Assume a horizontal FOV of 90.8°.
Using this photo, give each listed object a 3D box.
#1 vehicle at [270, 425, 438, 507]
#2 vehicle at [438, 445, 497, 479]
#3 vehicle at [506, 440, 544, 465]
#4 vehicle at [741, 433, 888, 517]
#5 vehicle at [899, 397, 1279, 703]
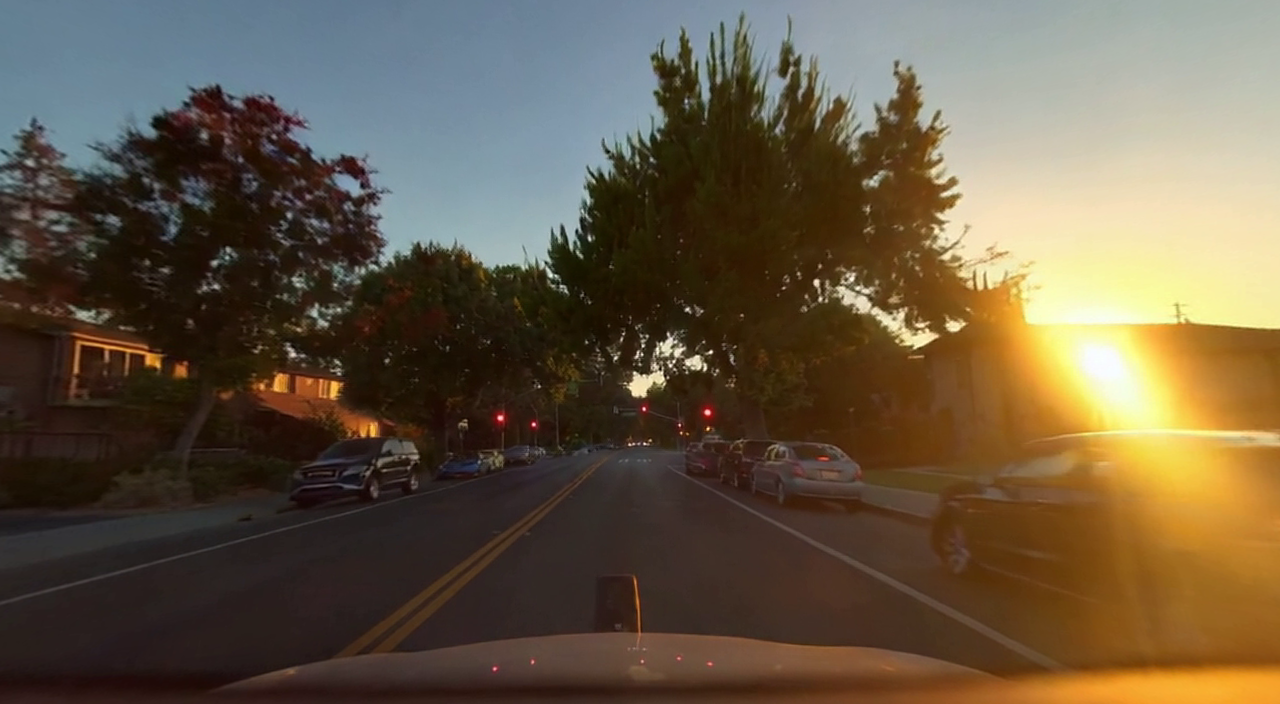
[{"bbox_3d":[-7.978,3.238,18.500,2.420,2.004,5.615,0,-8,-2],"label":"vehicle"},{"bbox_3d":[-8.347,5.332,30.949,1.860,1.476,4.594,0,-8,-4],"label":"vehicle"},{"bbox_3d":[-8.549,7.541,47.410,2.007,1.773,4.759,0,-8,0],"label":"vehicle"},{"bbox_3d":[3.541,2.565,13.717,1.809,1.513,4.264,0,-8,-2],"label":"vehicle"},{"bbox_3d":[3.871,1.221,4.539,1.955,1.536,4.395,0,-8,-3],"label":"vehicle"}]
